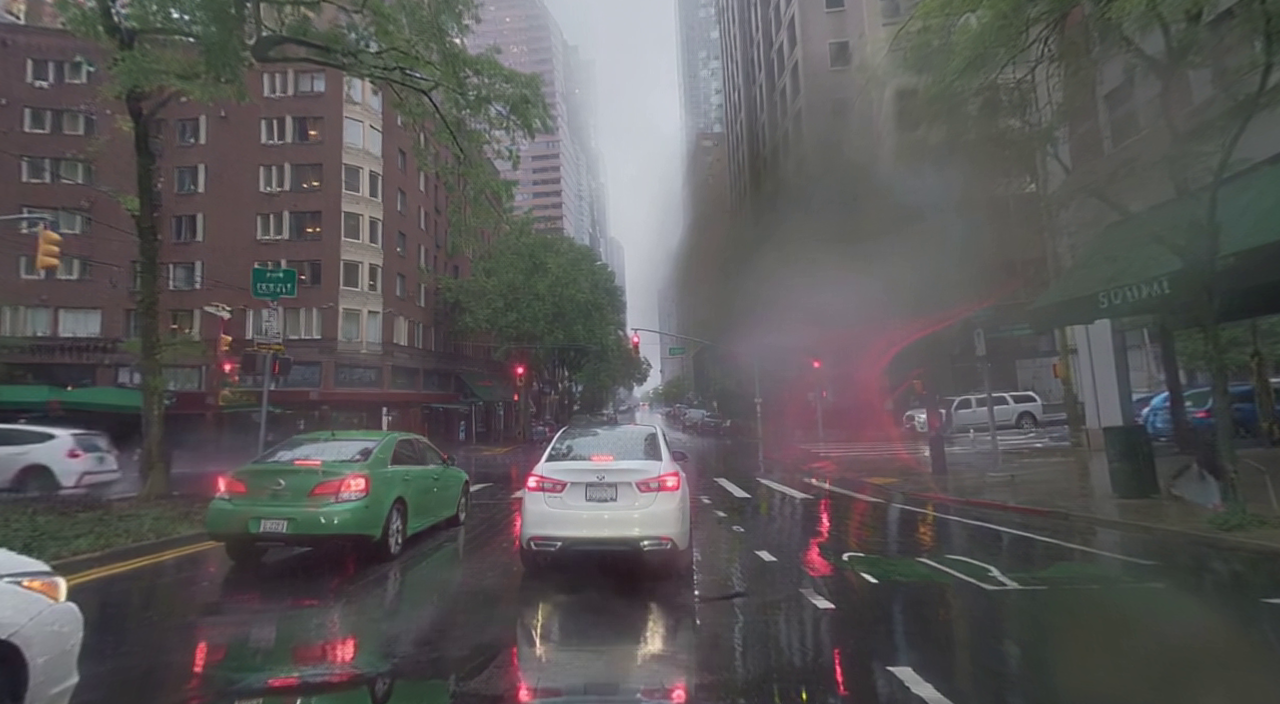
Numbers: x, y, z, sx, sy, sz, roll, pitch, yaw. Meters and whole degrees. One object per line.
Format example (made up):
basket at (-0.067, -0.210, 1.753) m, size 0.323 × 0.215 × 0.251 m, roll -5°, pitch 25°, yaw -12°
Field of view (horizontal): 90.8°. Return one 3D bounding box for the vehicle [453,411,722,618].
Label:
vehicle at (-0.409, 1.502, 6.733) m, size 1.999 × 1.520 × 3.896 m, roll 0°, pitch -8°, yaw -1°

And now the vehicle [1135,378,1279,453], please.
vehicle at (21.623, 2.361, 22.890) m, size 5.863 × 2.493 × 2.354 m, roll 2°, pitch -9°, yaw -12°

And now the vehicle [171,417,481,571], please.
vehicle at (-3.689, 1.742, 8.514) m, size 1.934 × 1.522 × 4.287 m, roll 0°, pitch -8°, yaw 0°

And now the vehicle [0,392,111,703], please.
vehicle at (-3.907, 0.704, 1.173) m, size 1.995 × 1.524 × 4.438 m, roll 0°, pitch -8°, yaw 0°
